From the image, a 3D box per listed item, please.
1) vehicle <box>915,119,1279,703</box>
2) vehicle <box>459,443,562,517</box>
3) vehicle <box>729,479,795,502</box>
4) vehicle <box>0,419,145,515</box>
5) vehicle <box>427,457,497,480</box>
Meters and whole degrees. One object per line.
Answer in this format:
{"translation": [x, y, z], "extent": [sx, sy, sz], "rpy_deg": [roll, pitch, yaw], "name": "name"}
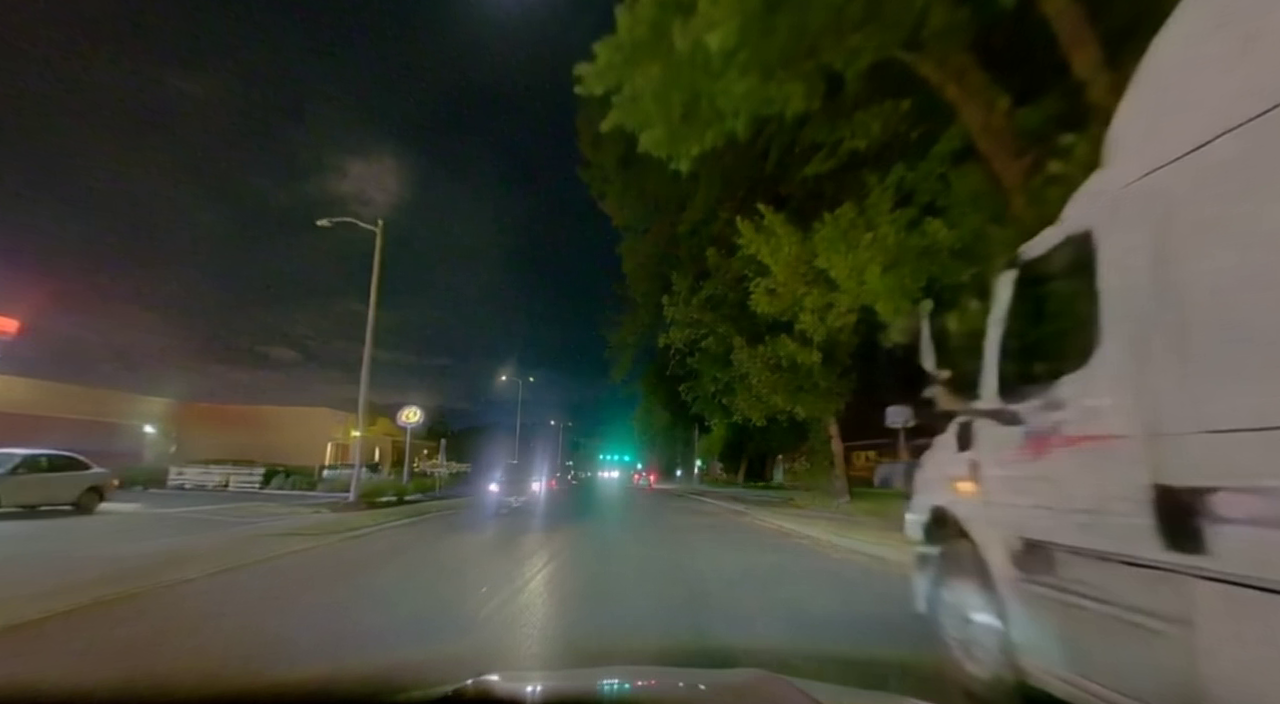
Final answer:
{"translation": [3.228, 0.360, 0.860], "extent": [2.472, 2.484, 6.609], "rpy_deg": [1, -10, -2], "name": "vehicle"}
{"translation": [-3.713, 3.820, 19.023], "extent": [2.165, 1.889, 4.825], "rpy_deg": [1, -10, -1], "name": "vehicle"}
{"translation": [8.538, 9.769, 44.382], "extent": [4.169, 1.474, 1.850], "rpy_deg": [2, -11, -6], "name": "vehicle"}
{"translation": [-13.854, 2.546, 14.255], "extent": [2.062, 1.889, 4.115], "rpy_deg": [1, -9, -4], "name": "vehicle"}
{"translation": [-13.390, 8.826, 47.555], "extent": [2.006, 1.641, 4.575], "rpy_deg": [-10, -15, 43], "name": "vehicle"}
